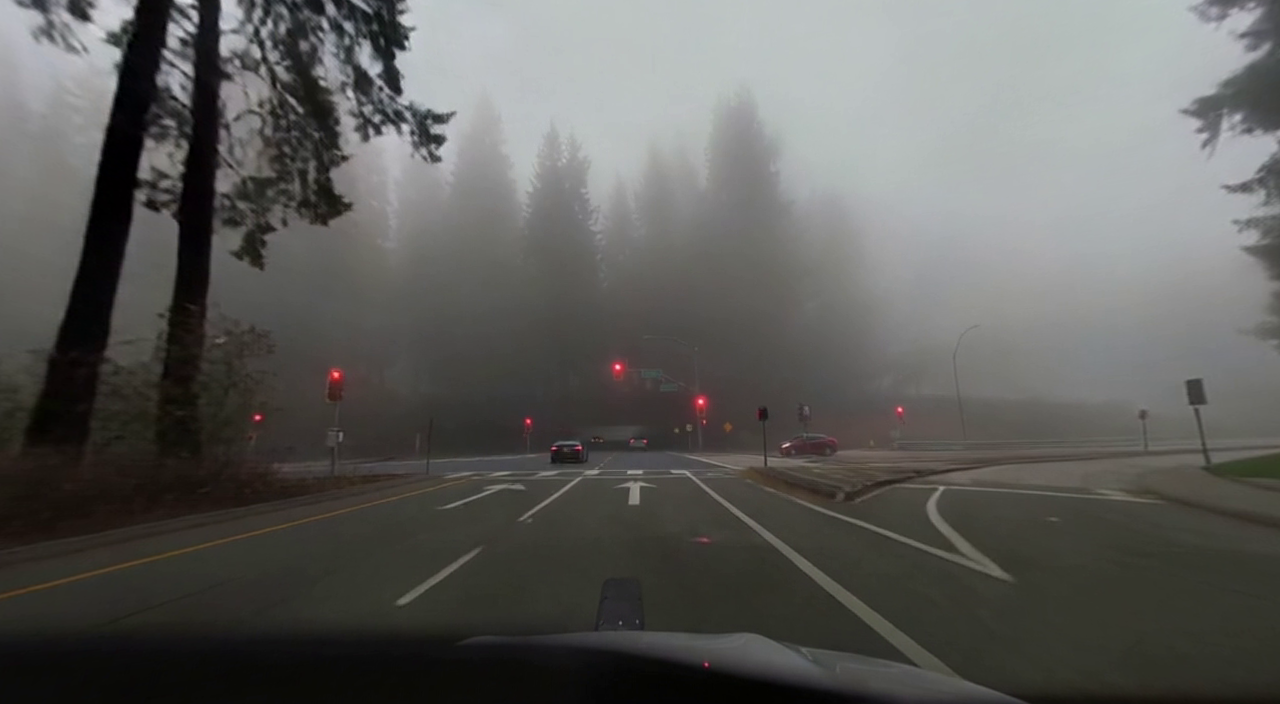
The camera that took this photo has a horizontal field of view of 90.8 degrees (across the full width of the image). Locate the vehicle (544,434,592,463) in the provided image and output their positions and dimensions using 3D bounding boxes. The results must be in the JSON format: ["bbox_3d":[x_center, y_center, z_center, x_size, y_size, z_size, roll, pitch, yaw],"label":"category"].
[{"bbox_3d":[-3.856,5.306,34.634,2.082,1.472,4.310,0,-9,0],"label":"vehicle"}]

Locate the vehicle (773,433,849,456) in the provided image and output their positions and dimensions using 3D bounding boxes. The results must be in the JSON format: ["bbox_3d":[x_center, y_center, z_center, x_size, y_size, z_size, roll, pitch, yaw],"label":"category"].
[{"bbox_3d":[11.720,6.365,43.478,4.691,1.466,1.800,1,-9,-6],"label":"vehicle"}]
